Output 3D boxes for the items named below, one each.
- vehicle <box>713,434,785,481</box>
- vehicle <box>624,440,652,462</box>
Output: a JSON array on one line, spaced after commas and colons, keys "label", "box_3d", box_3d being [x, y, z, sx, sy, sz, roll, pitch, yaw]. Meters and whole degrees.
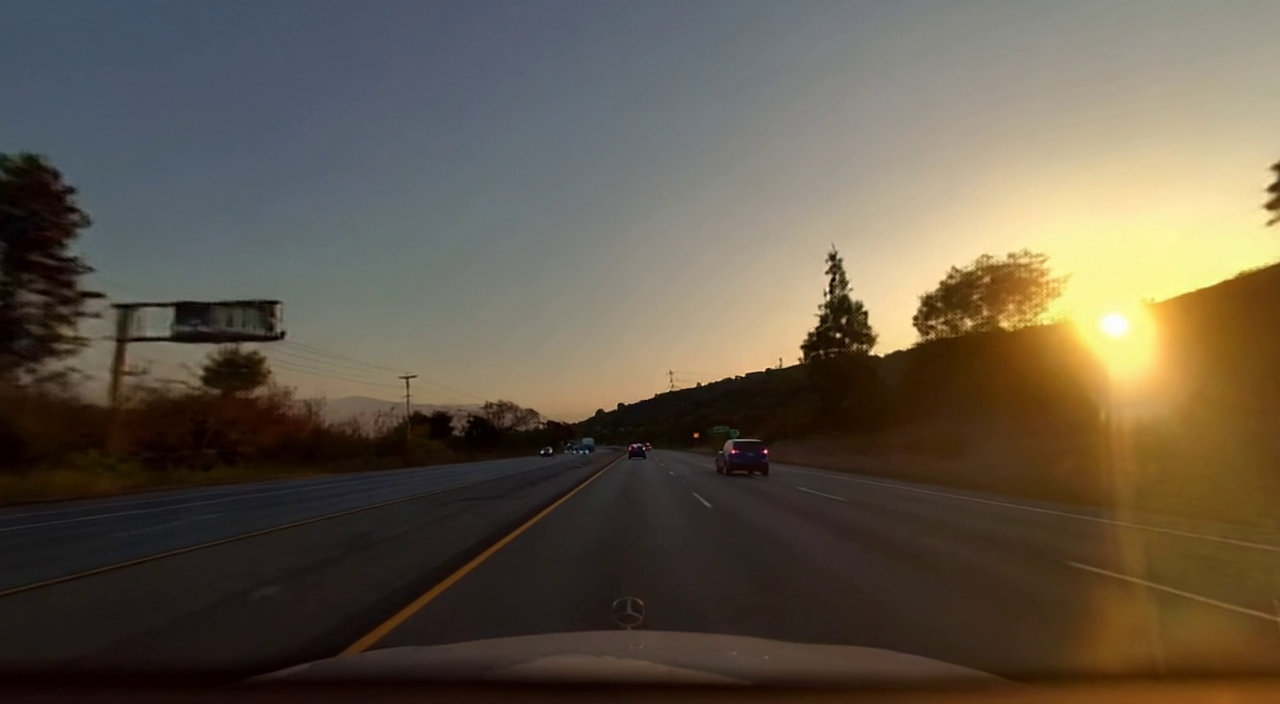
[{"label": "vehicle", "box_3d": [3.998, 3.931, 23.785, 2.037, 1.609, 4.036, 0, -8, 1]}, {"label": "vehicle", "box_3d": [-0.098, 7.427, 47.220, 2.009, 1.554, 4.013, 0, -8, 1]}]
